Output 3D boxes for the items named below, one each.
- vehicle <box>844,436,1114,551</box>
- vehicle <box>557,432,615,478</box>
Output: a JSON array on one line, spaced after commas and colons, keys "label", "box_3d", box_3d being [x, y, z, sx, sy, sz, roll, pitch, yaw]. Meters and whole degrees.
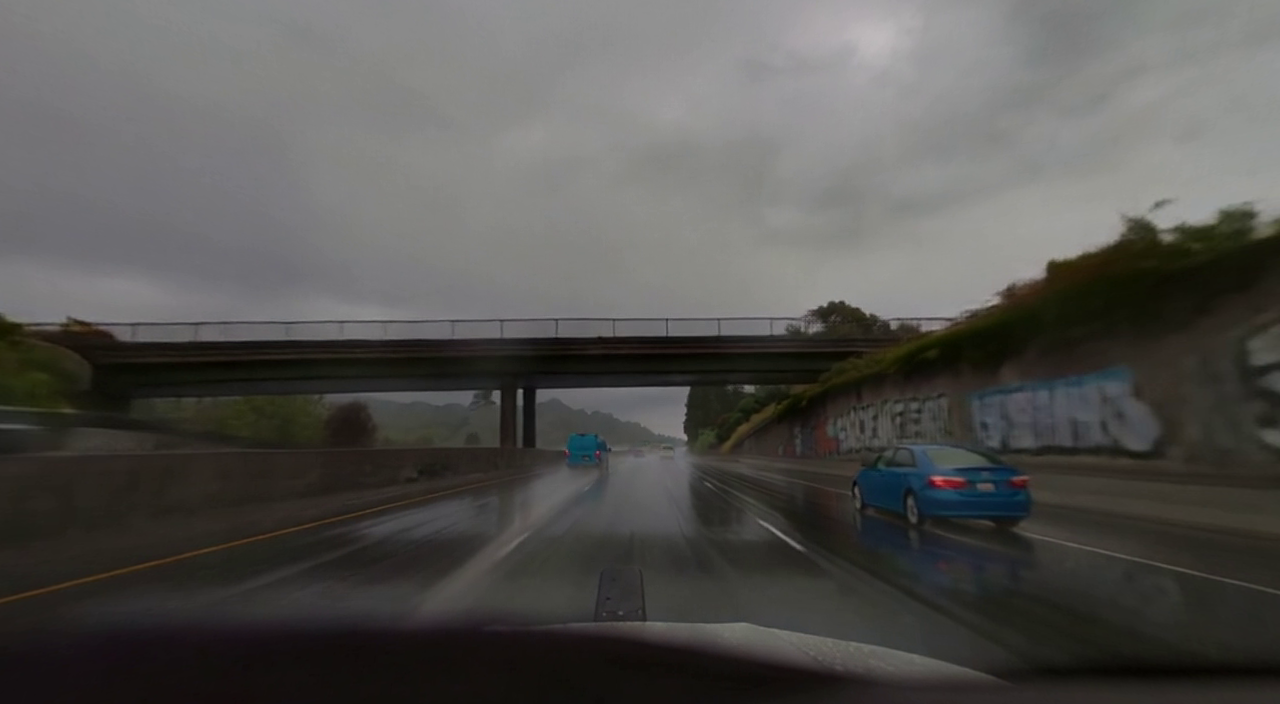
[{"label": "vehicle", "box_3d": [5.230, 2.212, 10.681, 1.972, 1.492, 4.623, 0, -9, 0]}, {"label": "vehicle", "box_3d": [-2.513, 5.014, 30.889, 2.310, 2.030, 5.094, 0, -9, 1]}]
